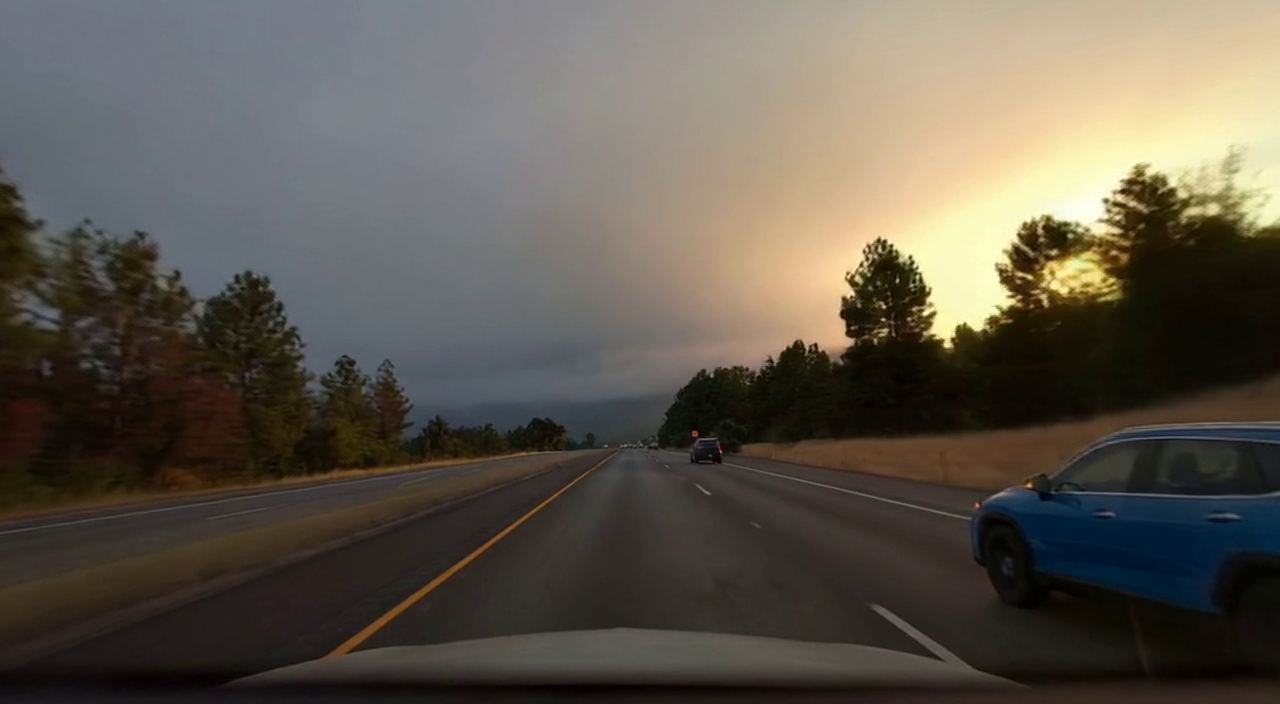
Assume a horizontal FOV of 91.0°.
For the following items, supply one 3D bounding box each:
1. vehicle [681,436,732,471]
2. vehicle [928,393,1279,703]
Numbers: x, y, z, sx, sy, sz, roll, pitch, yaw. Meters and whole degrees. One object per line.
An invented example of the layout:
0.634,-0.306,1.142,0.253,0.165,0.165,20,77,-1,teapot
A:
3.364,5.215,32.699,2.043,1.673,4.016,0,-8,-2,vehicle
3.848,1.091,3.936,1.999,1.501,4.221,0,-8,-1,vehicle
